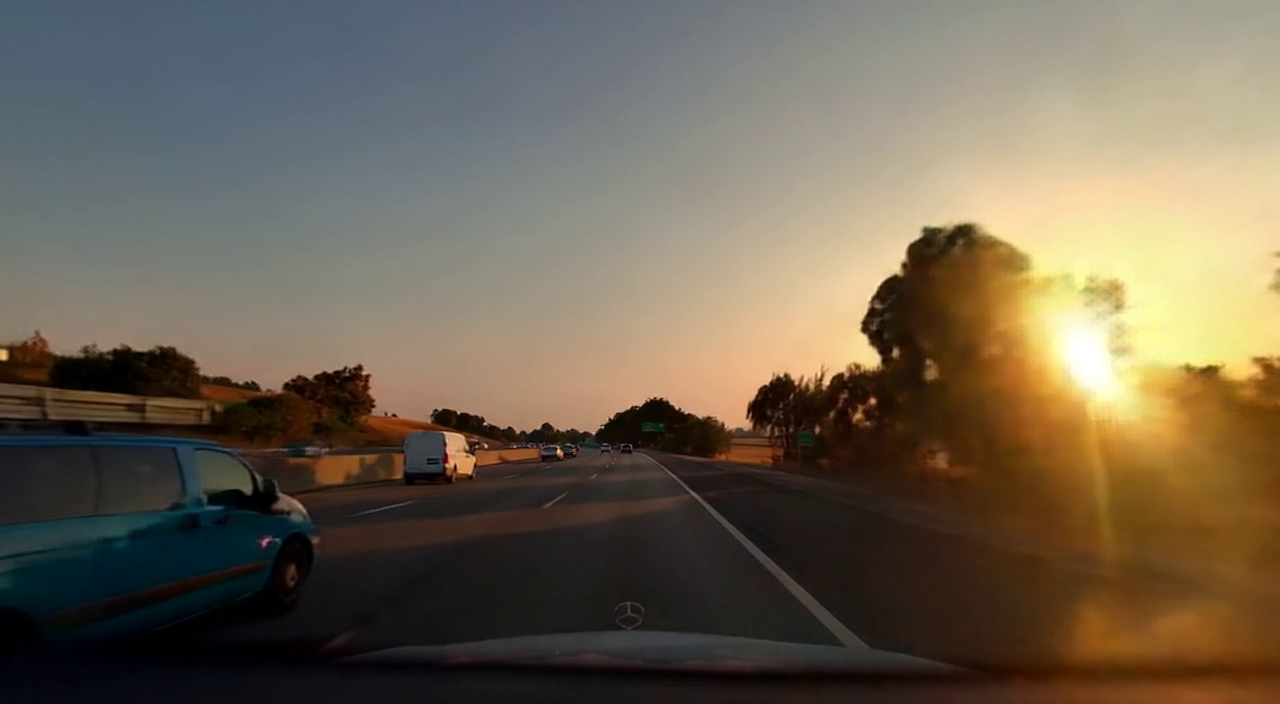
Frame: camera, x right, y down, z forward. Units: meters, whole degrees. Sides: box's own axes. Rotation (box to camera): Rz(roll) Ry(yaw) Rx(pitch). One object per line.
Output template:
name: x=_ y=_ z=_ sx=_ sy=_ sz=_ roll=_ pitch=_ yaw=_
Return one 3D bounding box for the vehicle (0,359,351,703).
vehicle: x=-3.645 y=0.968 z=3.176 sx=2.040 sy=1.679 sz=4.865 roll=0 pitch=-9 yaw=0

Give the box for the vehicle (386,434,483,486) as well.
vehicle: x=-7.725 y=4.107 z=24.267 sx=2.093 sy=1.752 sz=4.771 roll=0 pitch=-9 yaw=0
